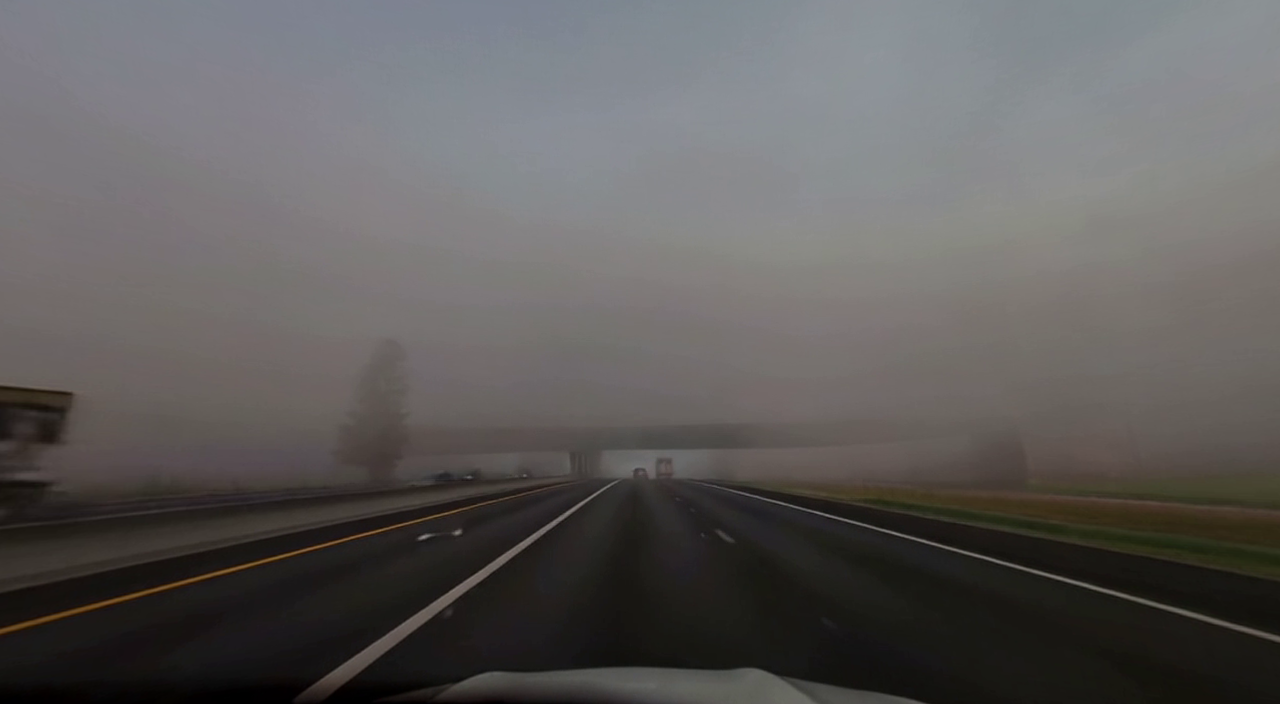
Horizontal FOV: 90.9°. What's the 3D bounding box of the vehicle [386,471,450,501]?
[{"bbox_3d":[-12.186,7.366,34.858,1.847,1.464,4.491,1,-10,1],"label":"vehicle"}]
